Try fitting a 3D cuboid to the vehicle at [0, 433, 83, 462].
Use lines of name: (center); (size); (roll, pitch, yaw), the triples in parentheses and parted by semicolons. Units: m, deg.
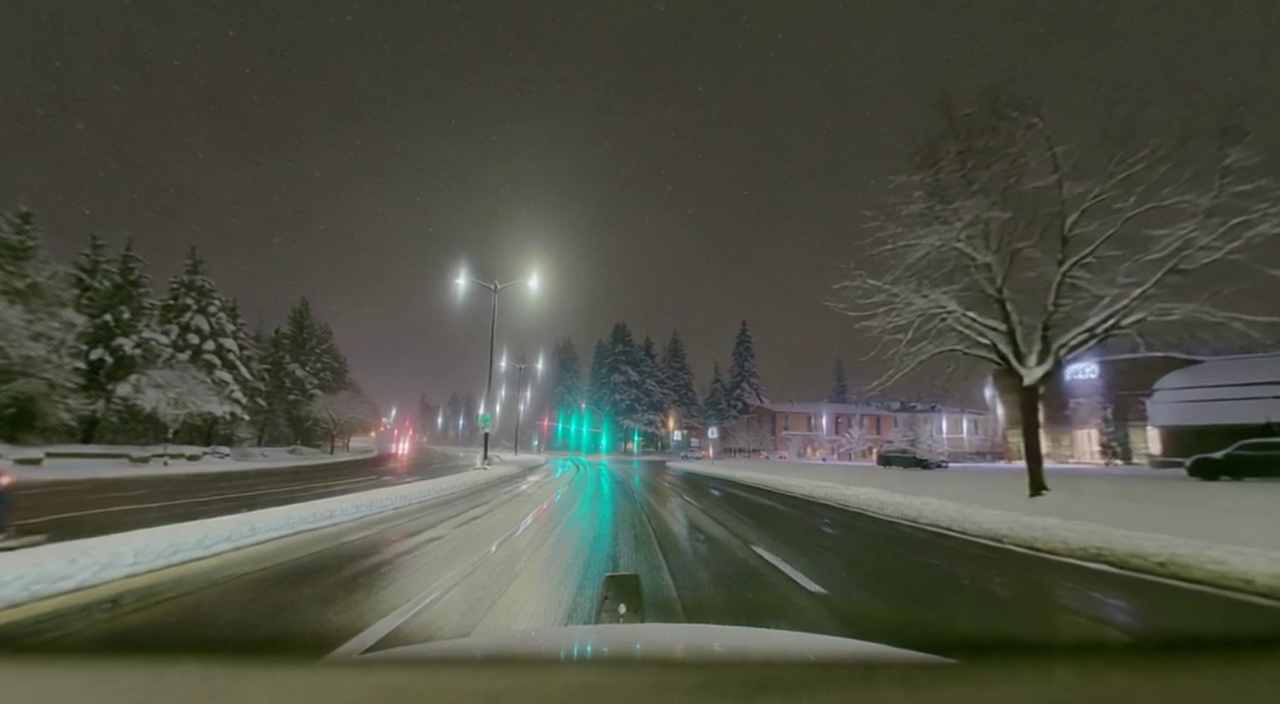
vehicle: (-41.277, 6.454, 42.603); (4.875, 1.819, 2.218); (4, -11, -19)
